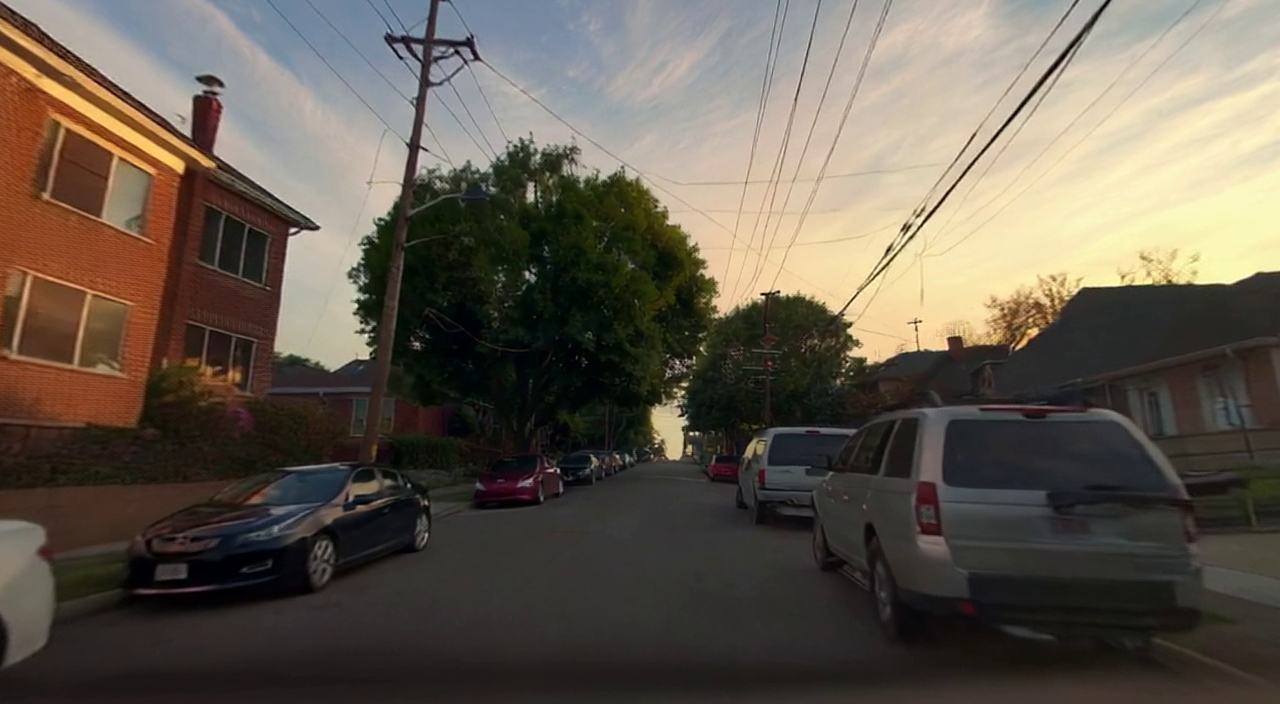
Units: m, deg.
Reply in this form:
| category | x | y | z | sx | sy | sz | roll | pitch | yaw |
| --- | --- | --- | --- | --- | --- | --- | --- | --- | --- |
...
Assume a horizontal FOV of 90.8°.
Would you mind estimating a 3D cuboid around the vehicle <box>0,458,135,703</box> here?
| category | x | y | z | sx | sy | sz | roll | pitch | yaw |
| --- | --- | --- | --- | --- | --- | --- | --- | --- | --- |
| vehicle | -4.582 | 1.130 | 2.164 | 1.932 | 1.431 | 4.198 | -1 | -8 | 7 |

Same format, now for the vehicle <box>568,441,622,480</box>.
| category | x | y | z | sx | sy | sz | roll | pitch | yaw |
| --- | --- | --- | --- | --- | --- | --- | --- | --- | --- |
| vehicle | -2.350 | 5.855 | 34.394 | 2.280 | 1.953 | 5.092 | -1 | -8 | 3 |

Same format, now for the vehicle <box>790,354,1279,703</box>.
| category | x | y | z | sx | sy | sz | roll | pitch | yaw |
| --- | --- | --- | --- | --- | --- | --- | --- | --- | --- |
| vehicle | 2.717 | 1.276 | 5.437 | 1.992 | 1.853 | 4.704 | -1 | -8 | 4 |

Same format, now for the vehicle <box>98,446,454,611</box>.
| category | x | y | z | sx | sy | sz | roll | pitch | yaw |
| --- | --- | --- | --- | --- | --- | --- | --- | --- | --- |
| vehicle | -4.175 | 2.014 | 8.272 | 1.796 | 1.532 | 4.244 | -1 | -8 | 6 |

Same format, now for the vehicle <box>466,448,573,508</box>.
| category | x | y | z | sx | sy | sz | roll | pitch | yaw |
| --- | --- | --- | --- | --- | --- | --- | --- | --- | --- |
| vehicle | -3.425 | 3.672 | 18.989 | 1.988 | 1.541 | 4.686 | -1 | -8 | 4 |
